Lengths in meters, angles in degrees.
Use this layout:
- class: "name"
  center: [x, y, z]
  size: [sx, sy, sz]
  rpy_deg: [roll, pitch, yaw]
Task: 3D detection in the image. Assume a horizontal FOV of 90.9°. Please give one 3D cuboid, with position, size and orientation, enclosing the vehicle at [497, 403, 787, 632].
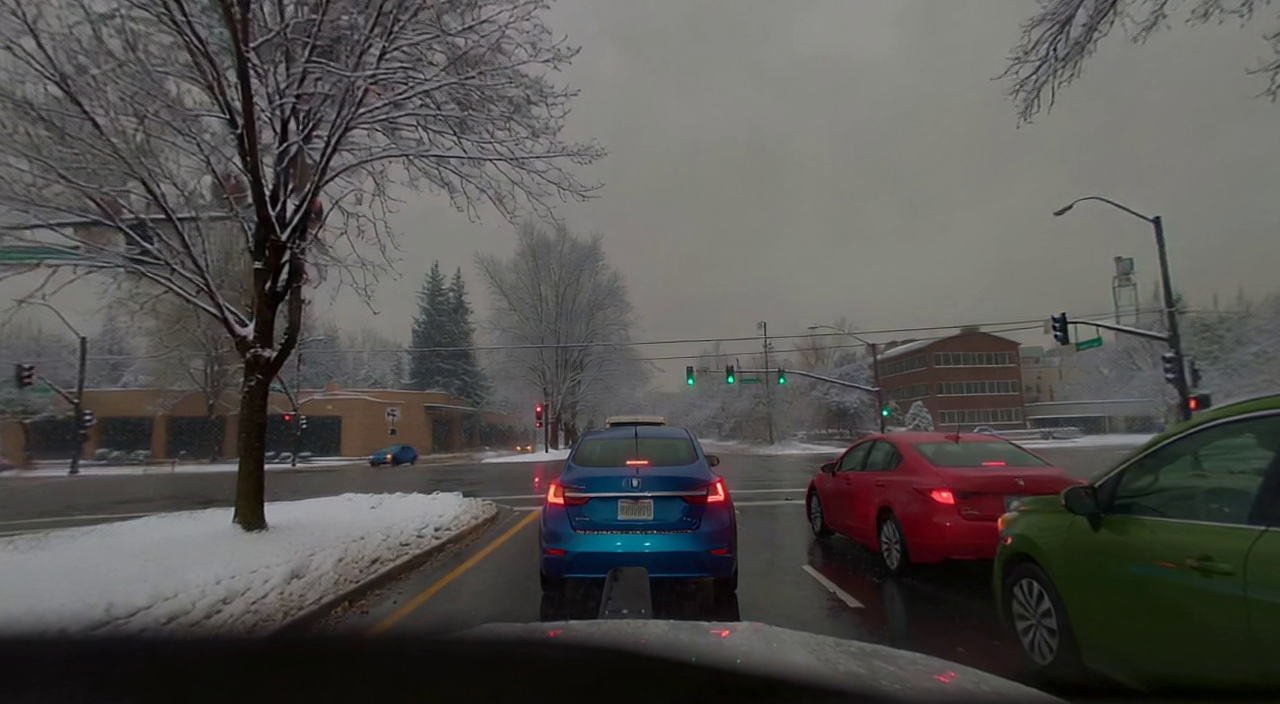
- class: "vehicle"
  center: [-0.004, 1.474, 6.495]
  size: [2.074, 1.631, 3.793]
  rpy_deg: [0, -9, -1]

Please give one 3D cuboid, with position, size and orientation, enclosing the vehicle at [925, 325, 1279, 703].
- class: "vehicle"
  center: [3.738, 0.929, 3.424]
  size: [2.162, 1.829, 4.519]
  rpy_deg: [0, -9, -1]

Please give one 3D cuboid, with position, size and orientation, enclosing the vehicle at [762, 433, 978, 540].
- class: "vehicle"
  center: [3.709, 2.258, 11.291]
  size: [2.054, 1.482, 4.654]
  rpy_deg: [0, -9, -1]
